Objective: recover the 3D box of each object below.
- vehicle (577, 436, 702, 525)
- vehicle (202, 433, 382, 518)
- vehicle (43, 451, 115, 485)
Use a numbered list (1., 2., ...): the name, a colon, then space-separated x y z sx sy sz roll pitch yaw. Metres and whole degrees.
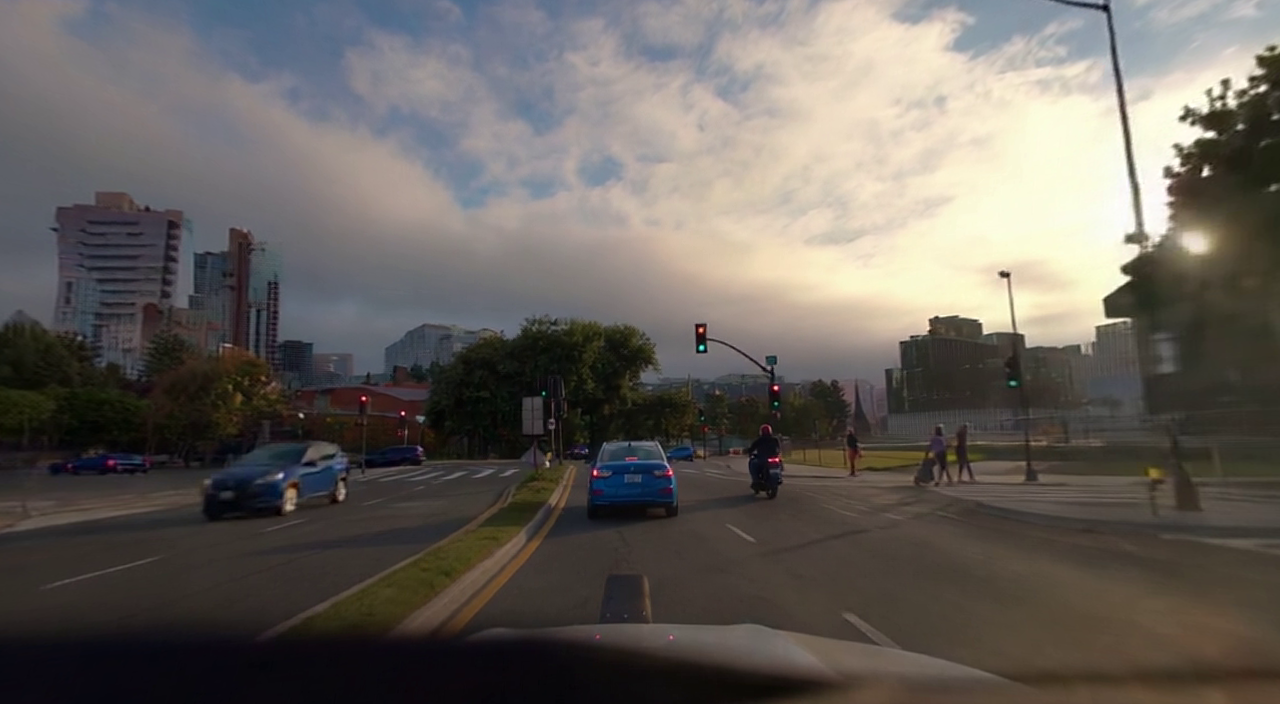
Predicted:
1. vehicle: -0.119 2.479 12.720 2.118 1.480 3.949 0 -9 -3
2. vehicle: -8.053 2.864 15.146 1.993 1.692 4.226 0 -9 -2
3. vehicle: -32.201 6.587 36.148 4.653 1.795 2.163 -7 -11 38
